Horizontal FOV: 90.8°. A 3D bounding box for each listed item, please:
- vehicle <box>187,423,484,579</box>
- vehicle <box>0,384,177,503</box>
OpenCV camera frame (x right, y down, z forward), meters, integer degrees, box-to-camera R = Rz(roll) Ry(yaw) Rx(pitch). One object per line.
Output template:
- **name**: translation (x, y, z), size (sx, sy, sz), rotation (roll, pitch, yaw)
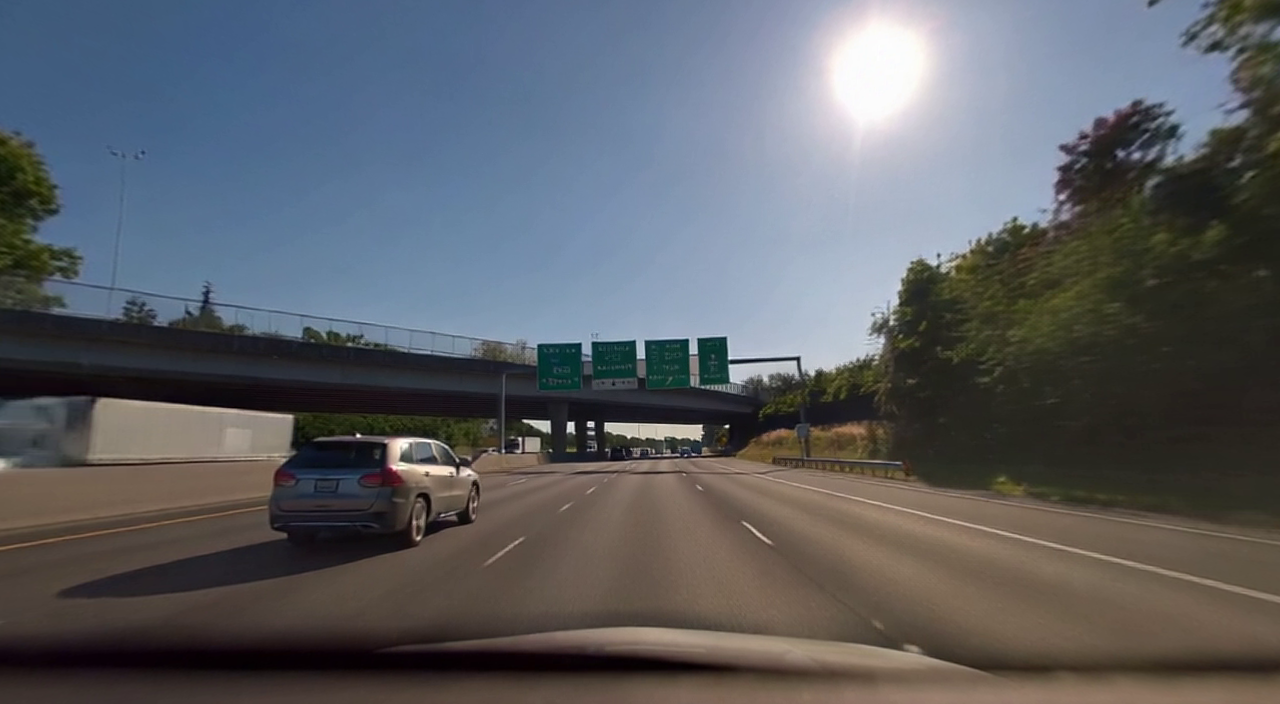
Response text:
- **vehicle**: translation (-3.745, 1.893, 8.804), size (2.016, 1.623, 4.126), rotation (0, -9, 1)
- **vehicle**: translation (-23.274, 3.541, 24.284), size (3.021, 4.007, 9.991), rotation (0, -9, 2)
